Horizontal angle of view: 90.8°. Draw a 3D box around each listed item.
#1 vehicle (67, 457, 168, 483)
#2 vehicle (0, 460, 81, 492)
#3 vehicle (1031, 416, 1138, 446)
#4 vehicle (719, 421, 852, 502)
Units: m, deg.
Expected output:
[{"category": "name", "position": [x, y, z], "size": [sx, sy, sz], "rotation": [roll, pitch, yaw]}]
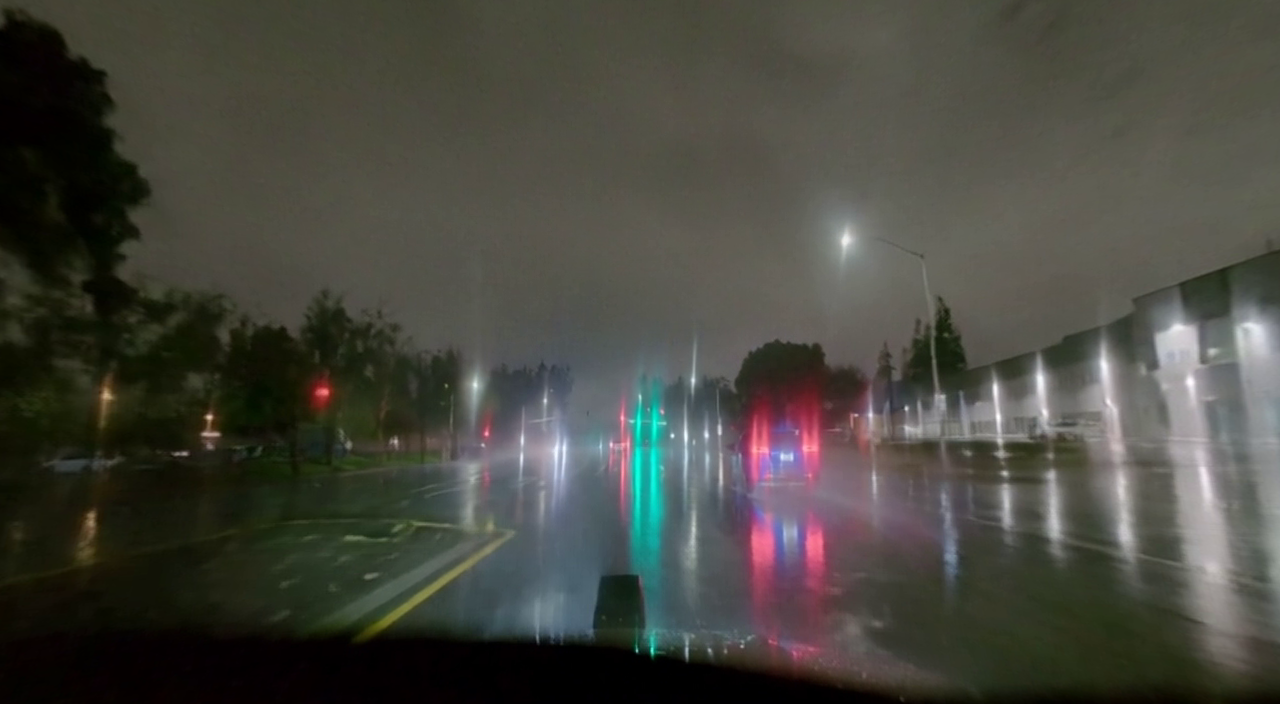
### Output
[{"category": "vehicle", "position": [-30.507, 6.902, 36.986], "size": [4.070, 1.399, 2.041], "rotation": [0, -8, 0]}, {"category": "vehicle", "position": [-30.859, 6.141, 31.302], "size": [4.415, 1.418, 1.961], "rotation": [0, -8, -1]}, {"category": "vehicle", "position": [34.157, 6.092, 48.660], "size": [6.681, 2.063, 2.342], "rotation": [-1, -7, -6]}, {"category": "vehicle", "position": [3.293, 2.569, 15.265], "size": [2.060, 1.665, 4.284], "rotation": [0, -8, -2]}]
